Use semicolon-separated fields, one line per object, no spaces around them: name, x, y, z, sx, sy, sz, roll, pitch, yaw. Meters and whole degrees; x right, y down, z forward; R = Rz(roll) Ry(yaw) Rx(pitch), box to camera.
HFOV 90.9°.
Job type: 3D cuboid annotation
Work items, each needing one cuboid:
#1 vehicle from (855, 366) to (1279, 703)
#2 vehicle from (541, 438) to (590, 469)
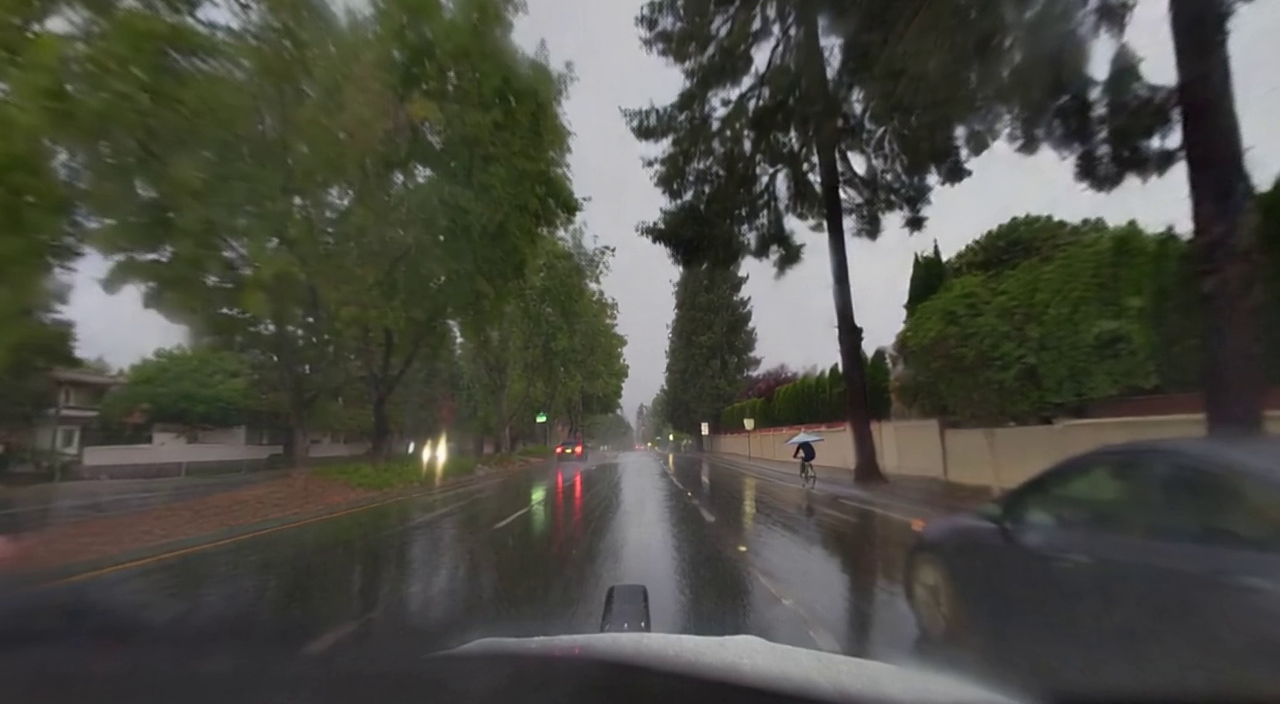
vehicle;2.815;0.964;2.898;1.992;1.511;4.464;0;-8;-1
vehicle;-3.851;5.312;33.207;2.011;1.480;4.517;0;-8;0
